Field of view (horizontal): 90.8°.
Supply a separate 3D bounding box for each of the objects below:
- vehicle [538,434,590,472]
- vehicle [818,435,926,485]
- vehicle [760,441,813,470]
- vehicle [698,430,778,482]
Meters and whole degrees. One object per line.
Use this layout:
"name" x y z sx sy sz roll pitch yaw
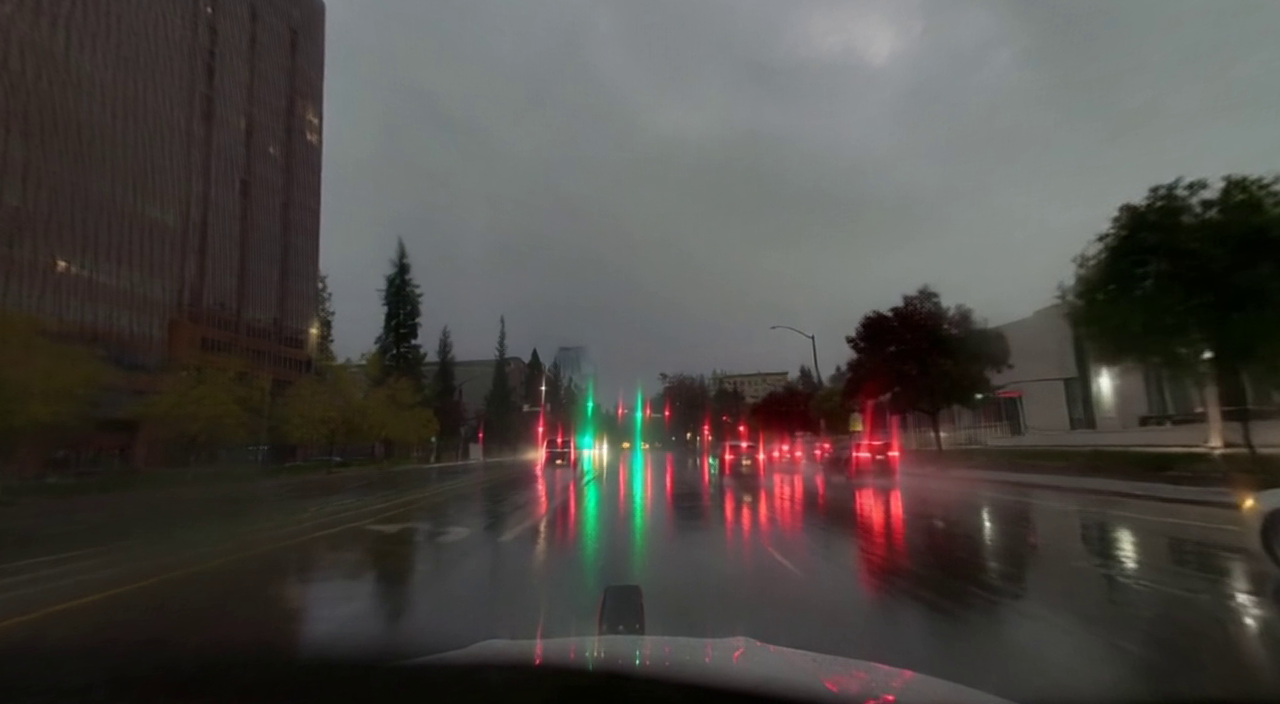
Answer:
"vehicle" -3.797 5.147 32.357 2.155 1.797 3.989 0 -8 0
"vehicle" 7.898 3.711 22.061 1.944 1.503 4.723 0 -8 -1
"vehicle" 8.029 5.706 35.067 1.884 1.478 4.164 0 -8 0
"vehicle" 3.564 3.902 23.891 2.152 1.742 4.704 0 -8 -1
